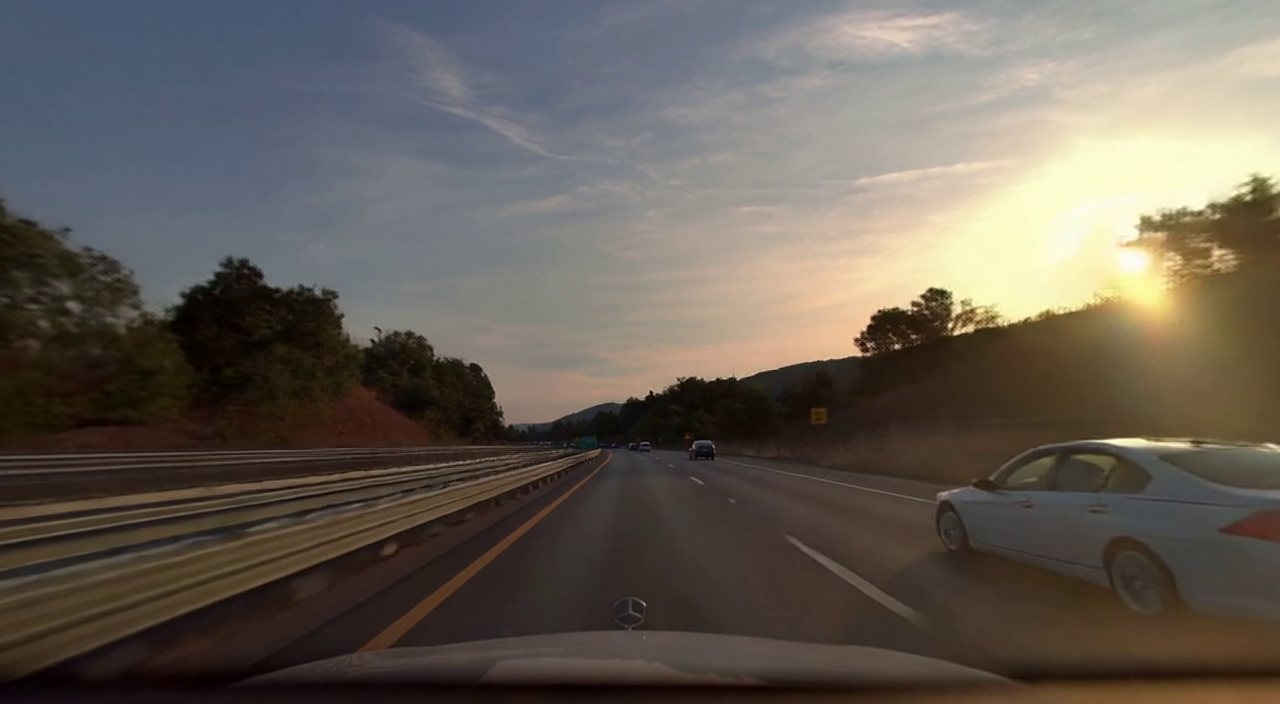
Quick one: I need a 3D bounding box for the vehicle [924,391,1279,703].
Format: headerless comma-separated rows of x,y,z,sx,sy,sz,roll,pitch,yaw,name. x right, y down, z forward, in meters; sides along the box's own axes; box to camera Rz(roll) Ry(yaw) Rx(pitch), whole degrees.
4.113,1.189,4.621,2.072,1.528,4.176,0,-8,0,vehicle

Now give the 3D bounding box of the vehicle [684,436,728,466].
3.603,5.452,34.867,1.945,1.538,3.729,0,-8,-1,vehicle
